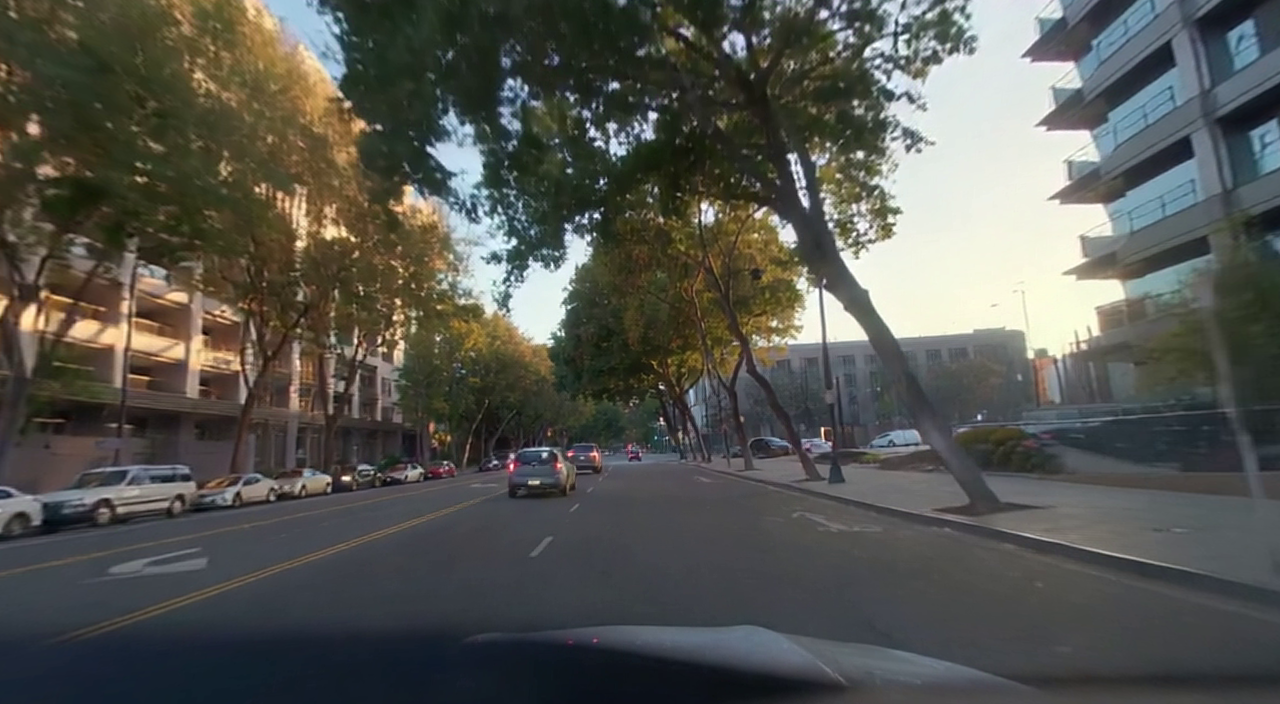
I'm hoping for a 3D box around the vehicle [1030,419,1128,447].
[{"bbox_3d":[25.473,4.708,36.758,4.215,1.545,1.897,0,-8,0],"label":"vehicle"}]

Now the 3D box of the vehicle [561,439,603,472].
[{"bbox_3d":[-3.452,6.288,38.558,2.190,1.840,4.720,0,-8,-1],"label":"vehicle"}]

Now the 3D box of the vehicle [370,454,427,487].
[{"bbox_3d":[-16.321,7.959,42.888,2.079,1.847,4.592,-5,-8,-1],"label":"vehicle"}]

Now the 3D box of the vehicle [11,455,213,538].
[{"bbox_3d":[-15.650,4.227,19.222,2.129,1.967,4.907,-4,-9,-3],"label":"vehicle"}]

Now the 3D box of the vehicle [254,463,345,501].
[{"bbox_3d":[-15.953,6.100,29.941,1.871,1.485,4.573,0,-8,-2],"label":"vehicle"}]

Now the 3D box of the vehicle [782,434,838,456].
[{"bbox_3d":[12.418,6.806,46.211,3.527,1.496,1.836,0,-8,-4],"label":"vehicle"}]

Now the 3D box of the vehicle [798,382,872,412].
[{"bbox_3d":[11.666,2.730,38.042,3.827,1.556,1.730,-1,-9,-1],"label":"vehicle"}]

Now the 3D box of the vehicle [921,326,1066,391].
[{"bbox_3d":[12.380,0.273,22.353,3.932,1.743,1.695,-5,-8,3],"label":"vehicle"}]

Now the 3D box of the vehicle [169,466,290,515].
[{"bbox_3d":[-15.767,5.308,24.599,1.942,1.431,4.553,-5,-9,-4],"label":"vehicle"}]

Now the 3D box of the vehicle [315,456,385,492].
[{"bbox_3d":[-16.230,6.811,35.615,1.897,1.805,4.538,0,-8,-3],"label":"vehicle"}]

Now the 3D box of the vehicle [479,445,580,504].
[{"bbox_3d":[-2.937,3.349,17.795,2.051,1.454,4.132,0,-8,1],"label":"vehicle"}]

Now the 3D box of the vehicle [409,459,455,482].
[{"bbox_3d":[-16.012,9.125,48.846,2.021,1.438,4.616,-3,-8,0],"label":"vehicle"}]
